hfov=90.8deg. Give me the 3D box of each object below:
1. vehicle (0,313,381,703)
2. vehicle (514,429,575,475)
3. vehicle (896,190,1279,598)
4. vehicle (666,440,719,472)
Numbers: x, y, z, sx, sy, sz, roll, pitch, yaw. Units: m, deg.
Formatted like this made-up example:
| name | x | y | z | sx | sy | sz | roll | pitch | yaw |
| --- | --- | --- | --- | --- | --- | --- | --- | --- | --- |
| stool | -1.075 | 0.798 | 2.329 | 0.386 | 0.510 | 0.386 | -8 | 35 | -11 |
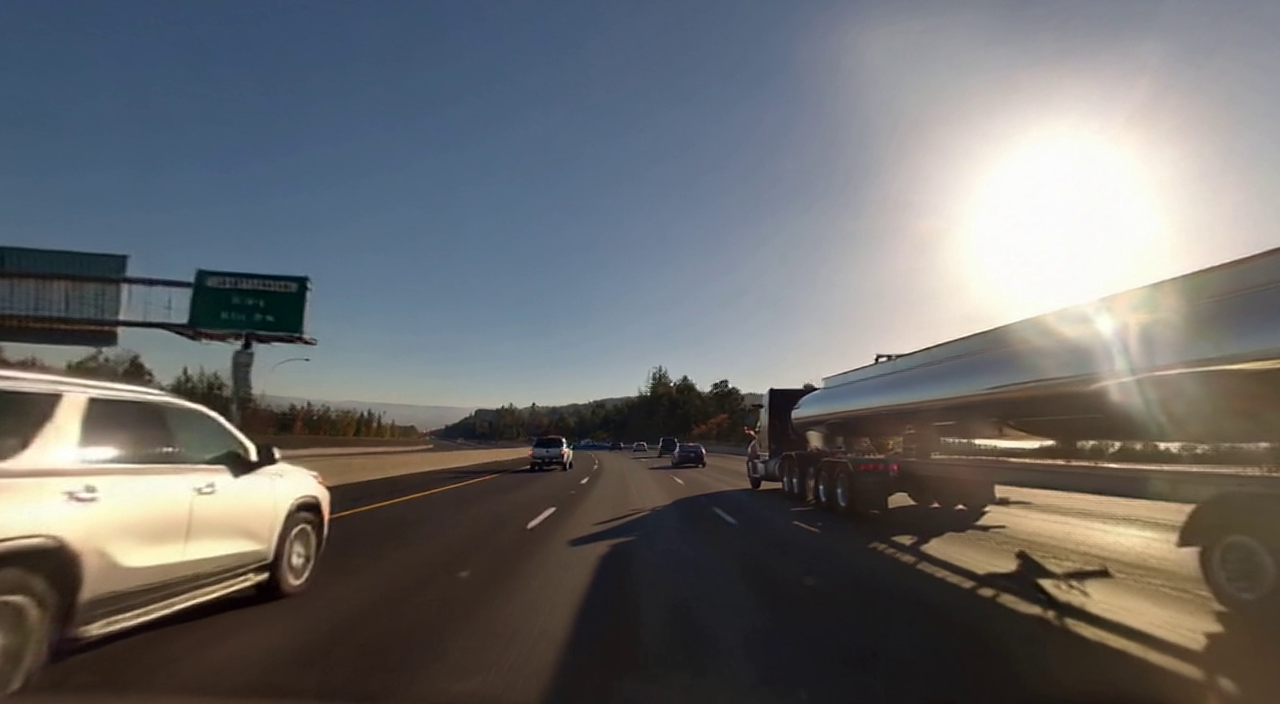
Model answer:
| name | x | y | z | sx | sy | sz | roll | pitch | yaw |
| --- | --- | --- | --- | --- | --- | --- | --- | --- | --- |
| vehicle | -4.282 | 0.939 | 4.142 | 2.684 | 1.839 | 5.803 | 0 | -9 | 0 |
| vehicle | -4.180 | 4.454 | 28.253 | 2.149 | 1.843 | 4.348 | 0 | -8 | -2 |
| vehicle | 7.456 | 0.835 | 8.686 | 3.554 | 3.573 | 10.307 | 0 | -8 | 0 |
| vehicle | 2.636 | 5.336 | 32.586 | 2.053 | 1.510 | 4.400 | 1 | -9 | -4 |
